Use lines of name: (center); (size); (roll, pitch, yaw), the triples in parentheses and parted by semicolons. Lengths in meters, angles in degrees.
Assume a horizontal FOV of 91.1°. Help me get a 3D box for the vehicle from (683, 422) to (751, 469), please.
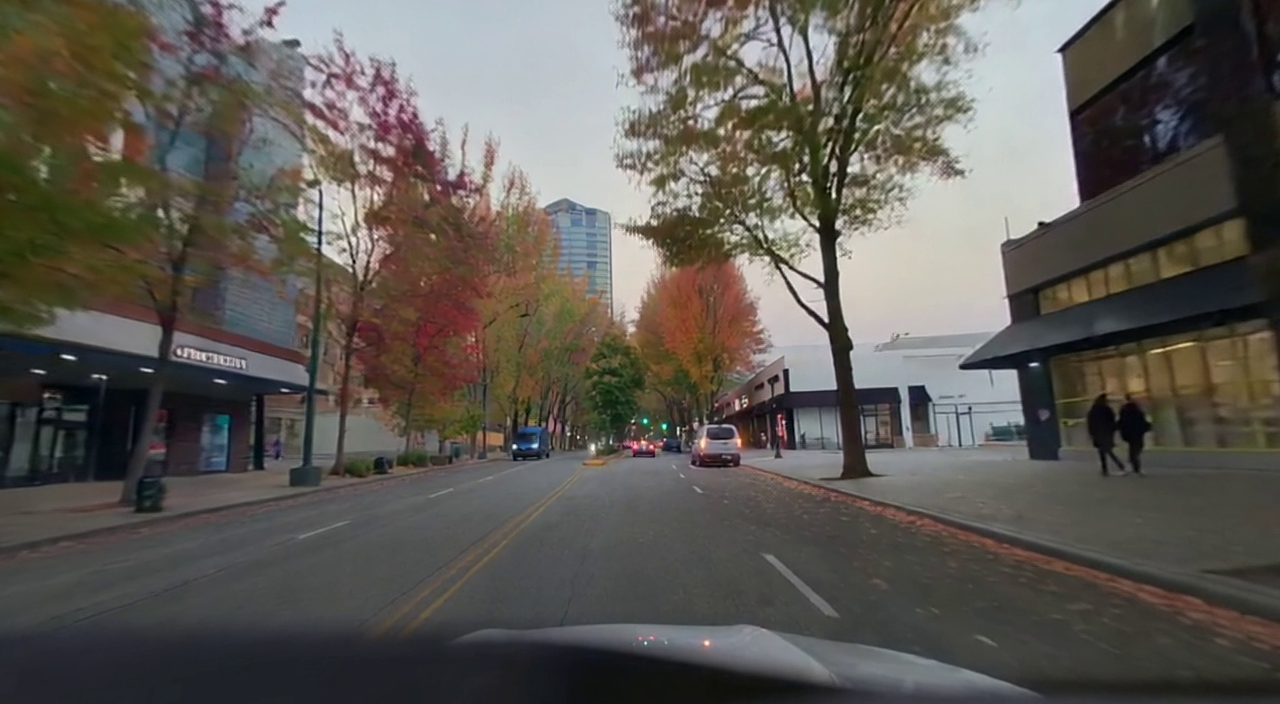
vehicle: (3.444, 4.276, 29.122); (2.357, 1.986, 5.136); (0, -7, -1)
